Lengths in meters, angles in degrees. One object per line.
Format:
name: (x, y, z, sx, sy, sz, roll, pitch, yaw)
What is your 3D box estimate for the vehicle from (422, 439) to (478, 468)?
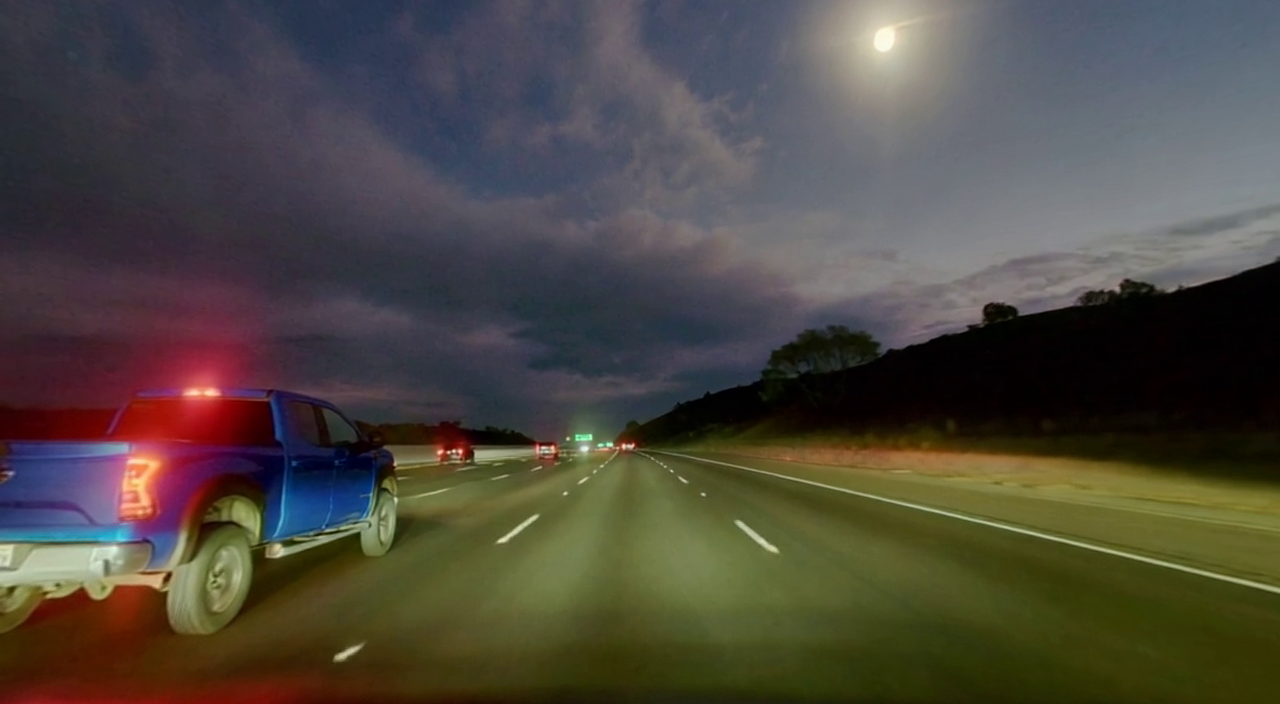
vehicle: (-11.729, 6.294, 39.169, 2.106, 1.692, 4.458, 0, -8, -1)

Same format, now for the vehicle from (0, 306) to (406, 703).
vehicle: (-4.359, 1.118, 5.372, 2.339, 2.004, 6.171, 0, -8, 0)
